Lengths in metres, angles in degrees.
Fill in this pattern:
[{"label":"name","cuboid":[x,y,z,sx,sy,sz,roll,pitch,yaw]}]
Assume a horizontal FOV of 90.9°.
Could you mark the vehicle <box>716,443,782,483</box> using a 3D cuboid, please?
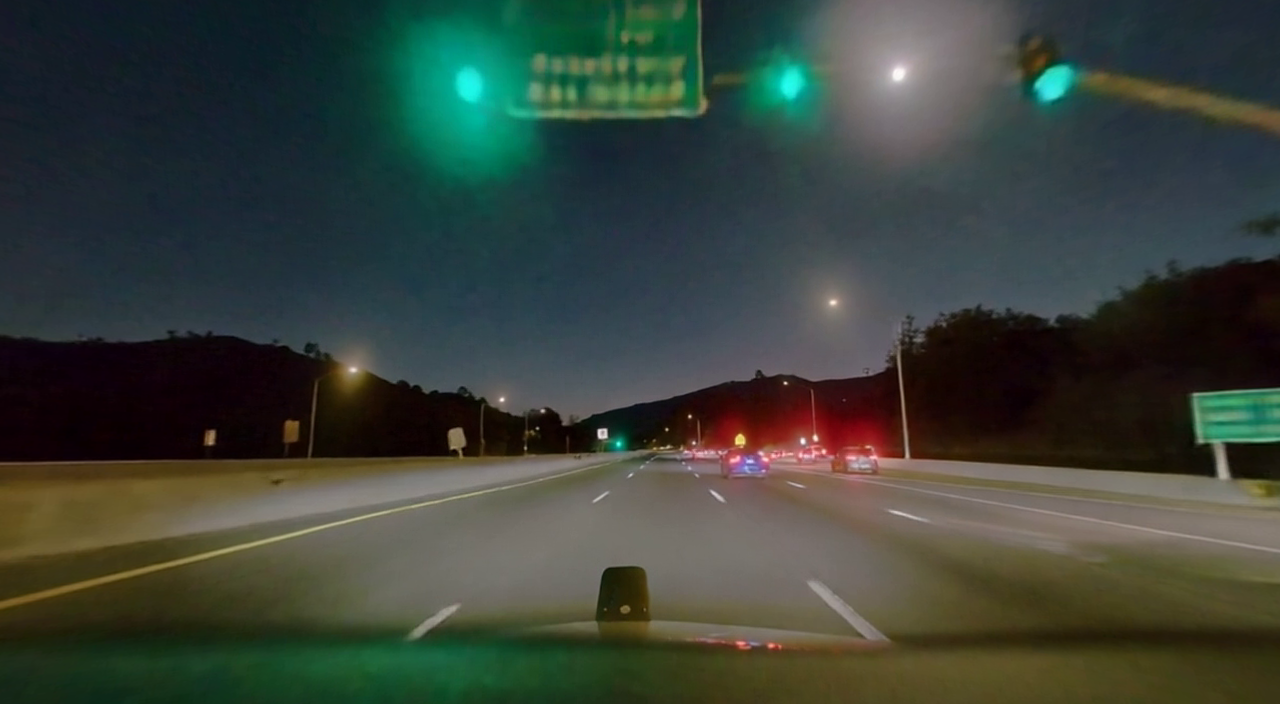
[{"label":"vehicle","cuboid":[4.331,4.453,25.688,1.916,1.469,4.481,0,-8,0]}]
